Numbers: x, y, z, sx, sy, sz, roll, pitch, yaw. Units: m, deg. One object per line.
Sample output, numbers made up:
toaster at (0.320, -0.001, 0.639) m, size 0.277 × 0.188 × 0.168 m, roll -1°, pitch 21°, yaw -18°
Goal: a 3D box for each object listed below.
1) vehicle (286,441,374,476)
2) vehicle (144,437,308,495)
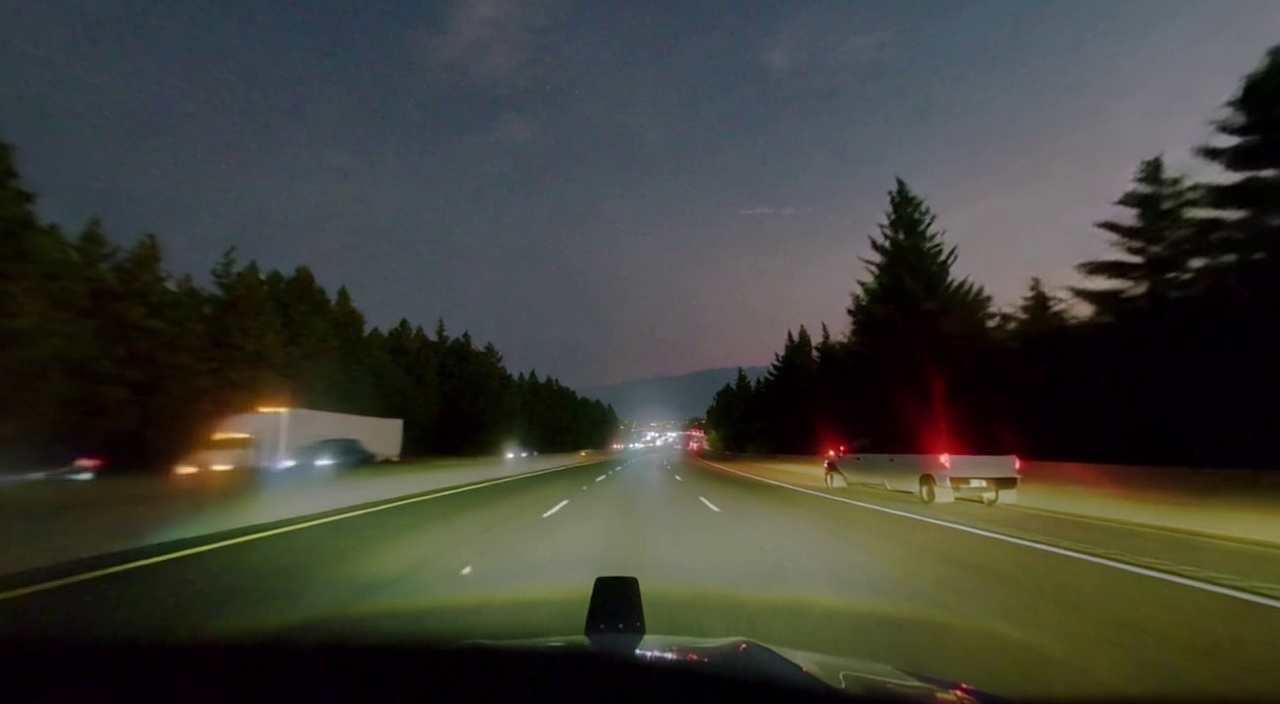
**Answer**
vehicle at (-15.540, 5.375, 31.957) m, size 2.018 × 1.604 × 4.603 m, roll 0°, pitch -9°, yaw 1°
vehicle at (-12.273, 3.399, 19.135) m, size 1.890 × 1.525 × 4.428 m, roll 0°, pitch -9°, yaw 1°
